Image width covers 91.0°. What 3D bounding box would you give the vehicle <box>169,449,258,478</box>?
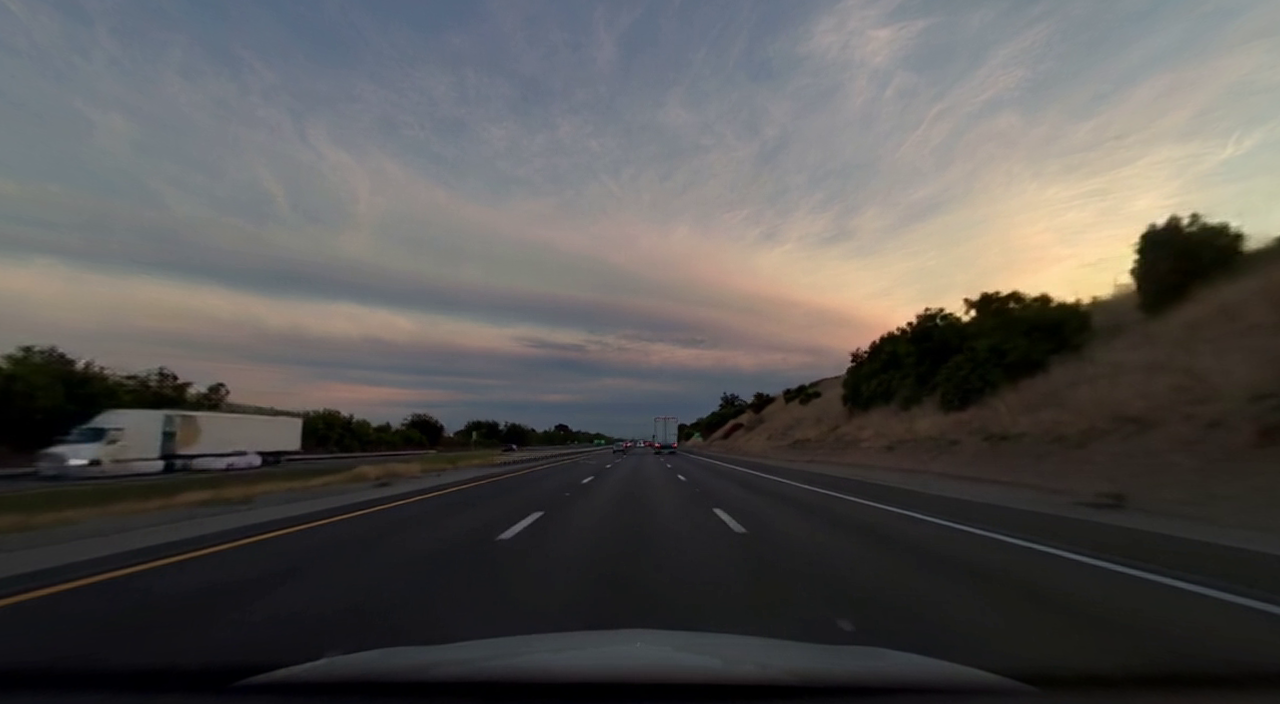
[{"bbox_3d":[-25.696,6.698,38.209,1.910,1.574,4.814,0,-9,2],"label":"vehicle"}]

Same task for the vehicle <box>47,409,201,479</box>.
[{"bbox_3d":[-32.187,5.836,39.869,2.971,3.991,7.701,0,-9,0],"label":"vehicle"}]
